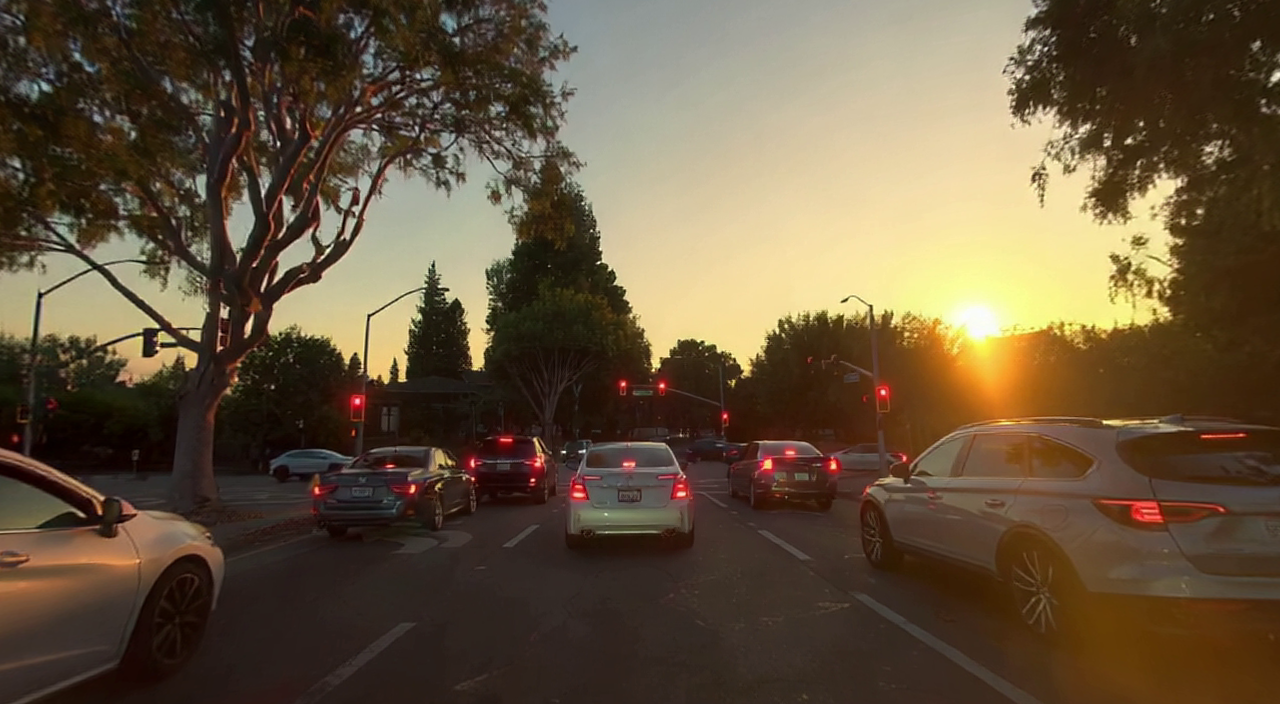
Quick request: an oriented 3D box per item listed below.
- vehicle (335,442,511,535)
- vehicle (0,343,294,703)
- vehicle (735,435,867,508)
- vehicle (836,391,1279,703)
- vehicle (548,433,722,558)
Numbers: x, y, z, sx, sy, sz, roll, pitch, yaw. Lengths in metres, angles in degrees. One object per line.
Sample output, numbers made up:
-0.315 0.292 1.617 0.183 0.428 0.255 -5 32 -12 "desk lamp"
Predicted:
-3.917 2.502 12.333 1.919 1.459 4.371 0 -8 -1 "vehicle"
-3.662 0.846 2.539 2.047 1.764 4.369 0 -8 0 "vehicle"
3.651 2.783 15.244 1.922 1.472 4.440 0 -8 -1 "vehicle"
3.391 1.310 5.414 1.933 1.564 4.600 0 -8 0 "vehicle"
-0.074 2.008 9.583 2.061 1.470 3.970 0 -8 0 "vehicle"
